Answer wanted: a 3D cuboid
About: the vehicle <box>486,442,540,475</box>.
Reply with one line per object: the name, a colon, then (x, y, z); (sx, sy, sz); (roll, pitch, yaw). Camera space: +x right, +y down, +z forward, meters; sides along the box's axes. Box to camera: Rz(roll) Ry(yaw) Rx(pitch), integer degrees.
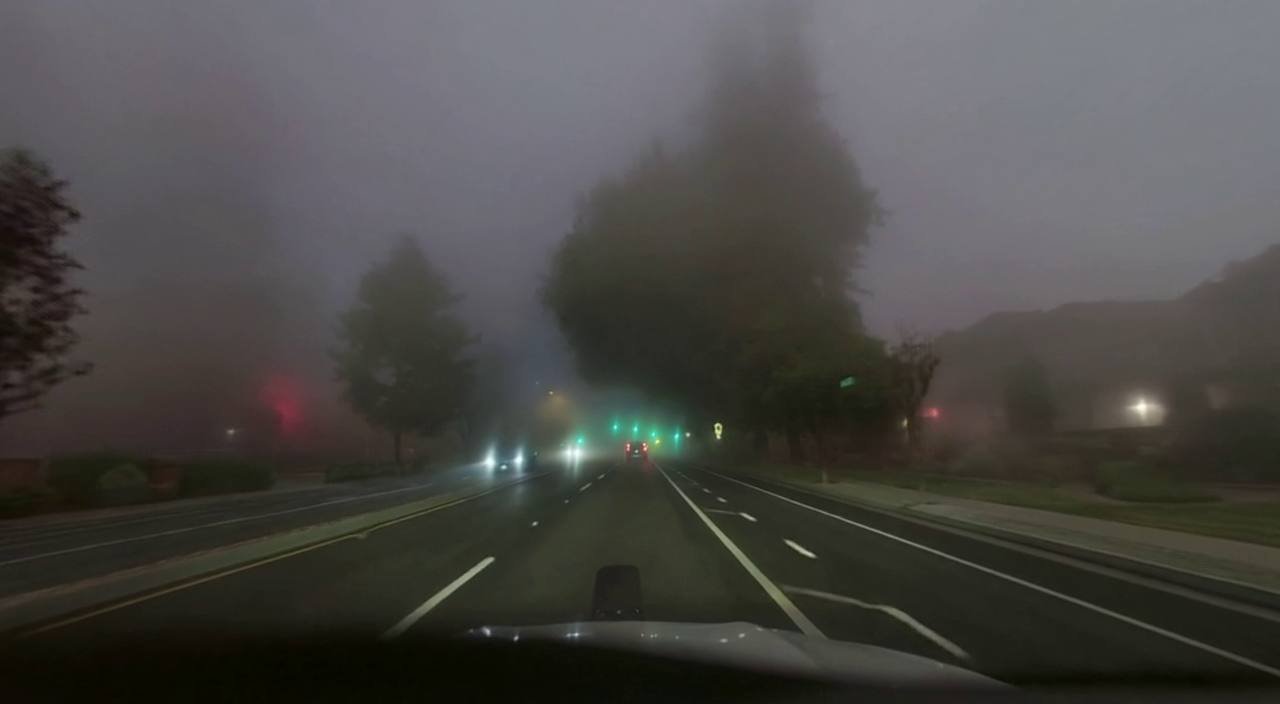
vehicle: (-7.242, 6.080, 36.218); (2.165, 1.785, 4.222); (0, -8, 1)
